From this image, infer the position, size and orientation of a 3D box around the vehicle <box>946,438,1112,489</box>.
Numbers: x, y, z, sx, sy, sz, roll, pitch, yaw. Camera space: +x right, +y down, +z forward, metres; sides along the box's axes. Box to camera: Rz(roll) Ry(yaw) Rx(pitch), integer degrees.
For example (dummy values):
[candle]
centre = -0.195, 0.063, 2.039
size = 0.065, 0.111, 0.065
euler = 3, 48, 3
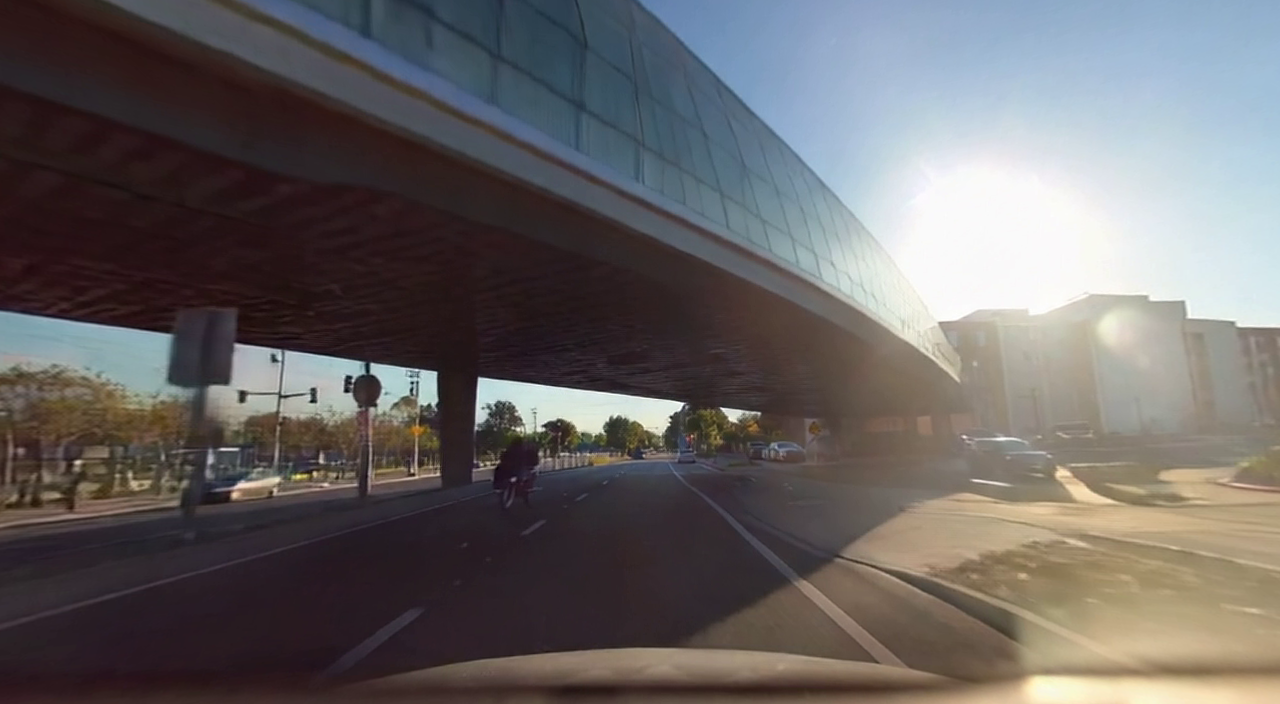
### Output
[vehicle]
centre = 14.459, 4.076, 23.629
size = 2.078, 1.523, 4.760
euler = 2, -7, -34
